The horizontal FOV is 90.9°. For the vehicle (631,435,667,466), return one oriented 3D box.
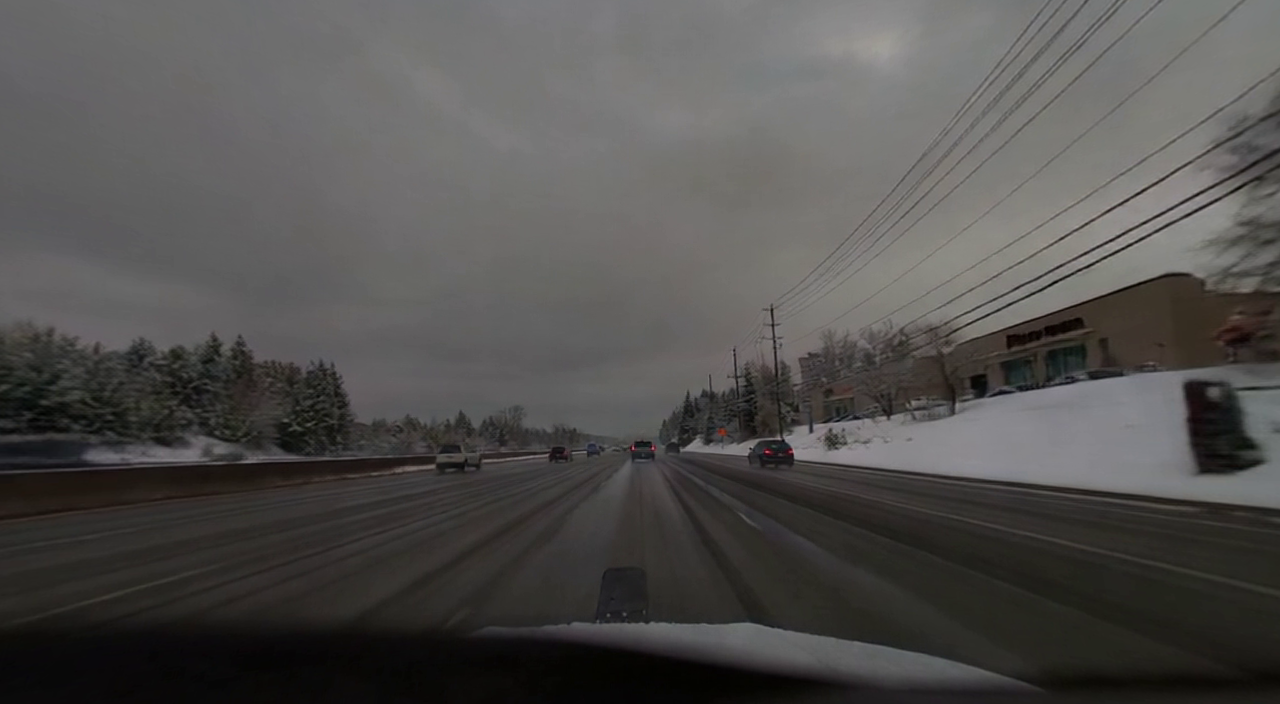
[{"bbox_3d":[0.674,7.715,49.444,2.622,2.208,5.320,0,-9,0],"label":"vehicle"}]

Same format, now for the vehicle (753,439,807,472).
[{"bbox_3d":[7.617,5.673,34.761,1.937,1.698,4.322,0,-9,-1],"label":"vehicle"}]
